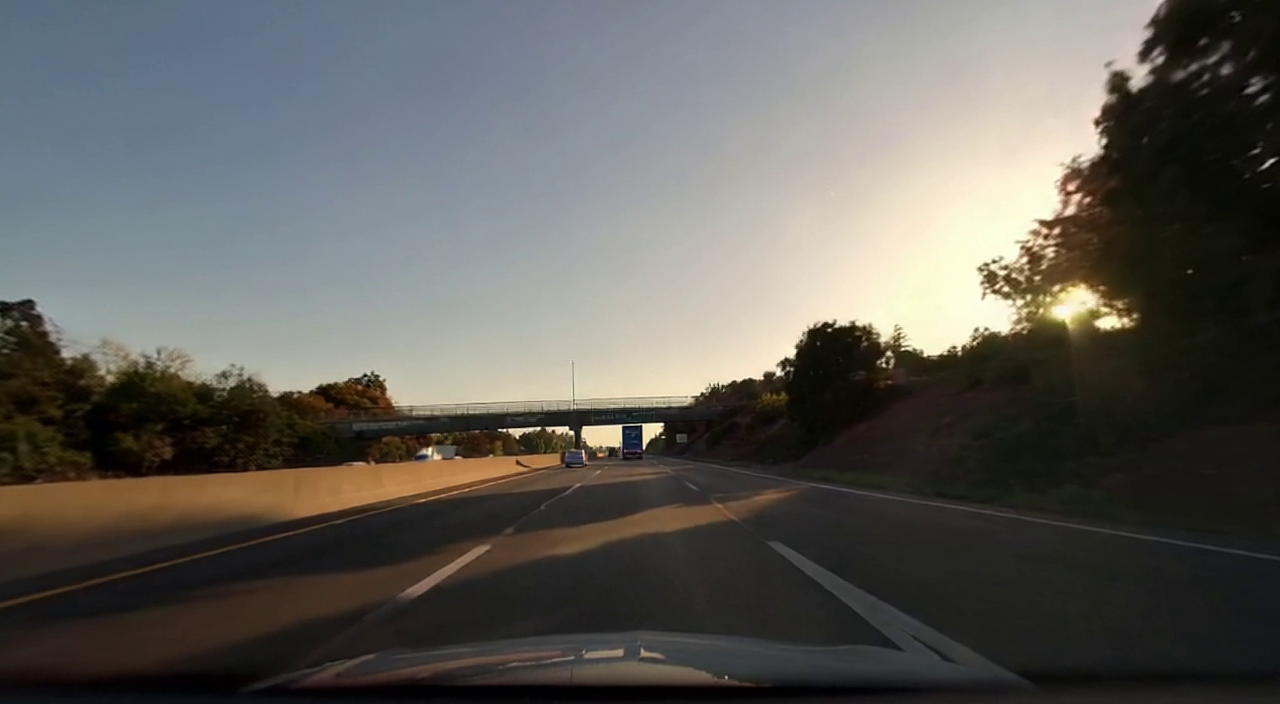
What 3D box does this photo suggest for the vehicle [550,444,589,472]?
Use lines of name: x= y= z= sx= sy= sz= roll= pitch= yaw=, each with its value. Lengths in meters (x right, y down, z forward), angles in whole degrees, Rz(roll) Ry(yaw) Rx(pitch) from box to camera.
vehicle: x=-4.536 y=6.903 z=40.896 sx=2.099 sy=1.651 sz=4.397 roll=0 pitch=-9 yaw=-1
